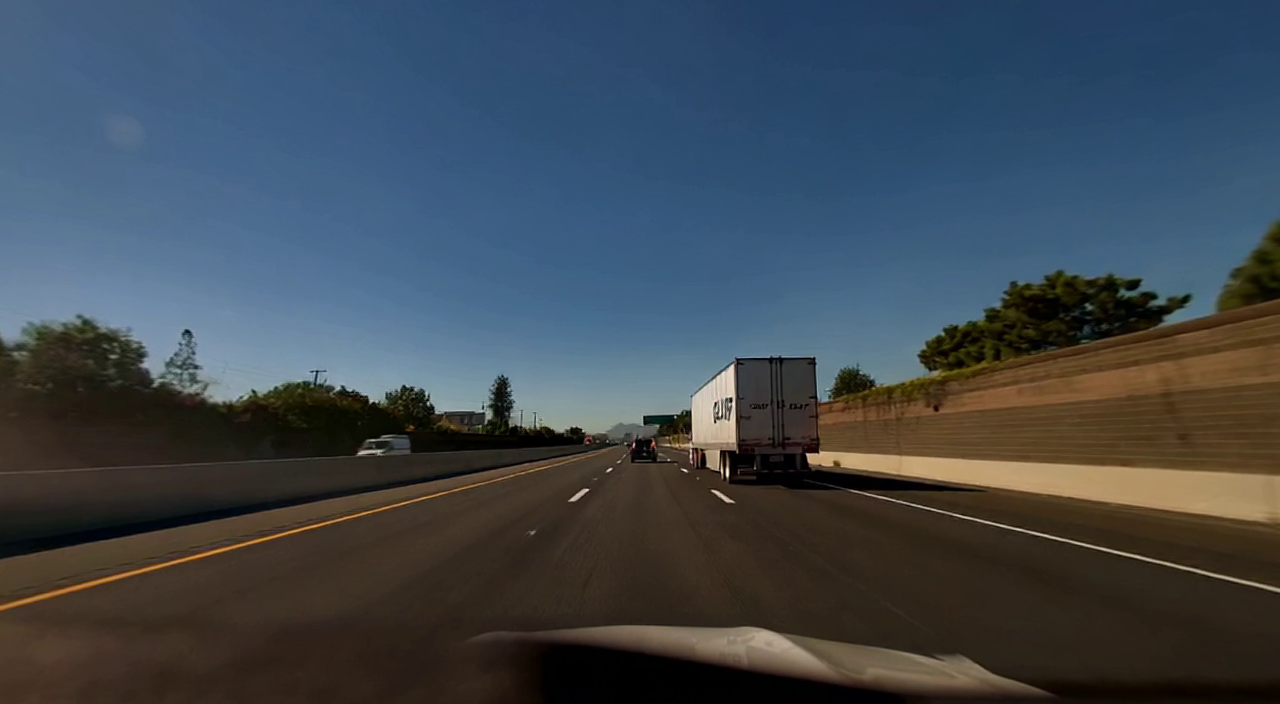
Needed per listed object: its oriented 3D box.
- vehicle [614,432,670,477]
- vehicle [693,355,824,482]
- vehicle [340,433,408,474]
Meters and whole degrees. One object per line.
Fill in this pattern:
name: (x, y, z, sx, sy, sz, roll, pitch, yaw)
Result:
vehicle: (0.118, 4.160, 25.782, 2.111, 1.635, 4.177, 0, -8, 1)
vehicle: (4.474, 3.219, 28.070, 2.936, 4.125, 15.204, 0, -8, 0)
vehicle: (-17.816, 6.799, 42.474, 2.160, 2.514, 5.353, 0, -8, 1)
